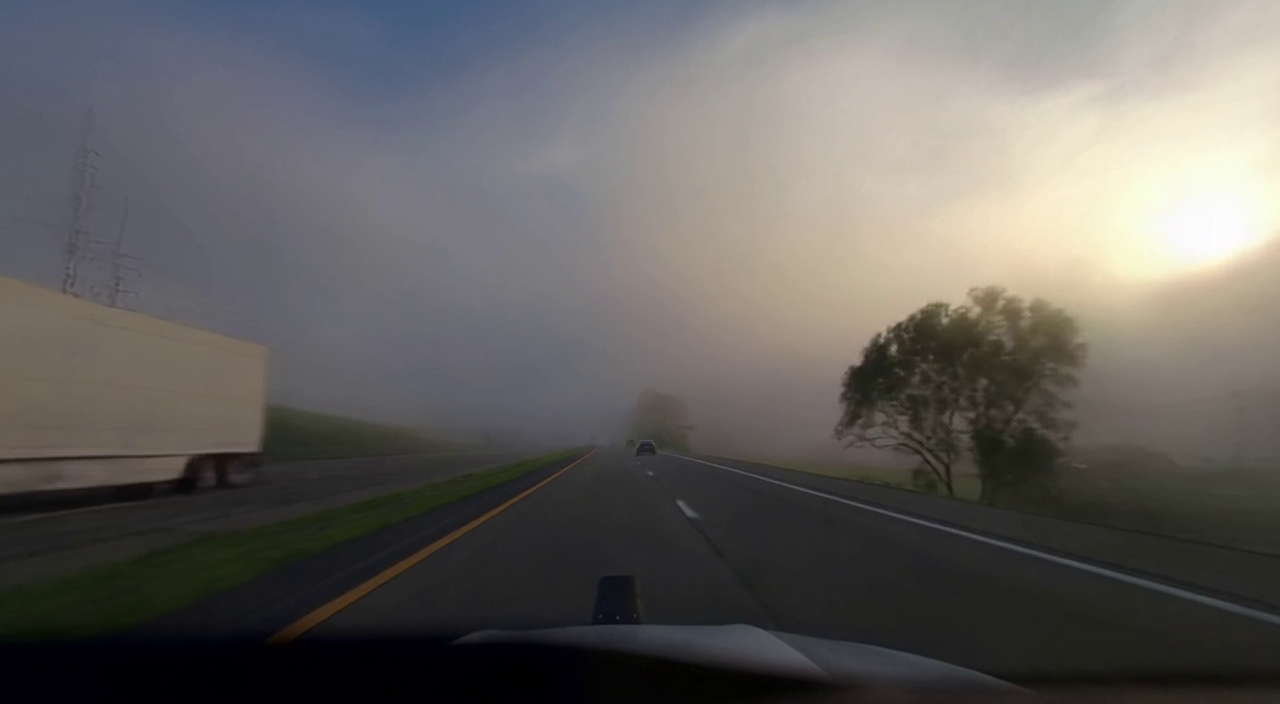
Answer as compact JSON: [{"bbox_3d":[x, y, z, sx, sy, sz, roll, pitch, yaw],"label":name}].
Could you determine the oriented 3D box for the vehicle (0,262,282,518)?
[{"bbox_3d":[-11.908,0.762,11.135,3.200,4.073,14.310,0,-8,-2],"label":"vehicle"}]
